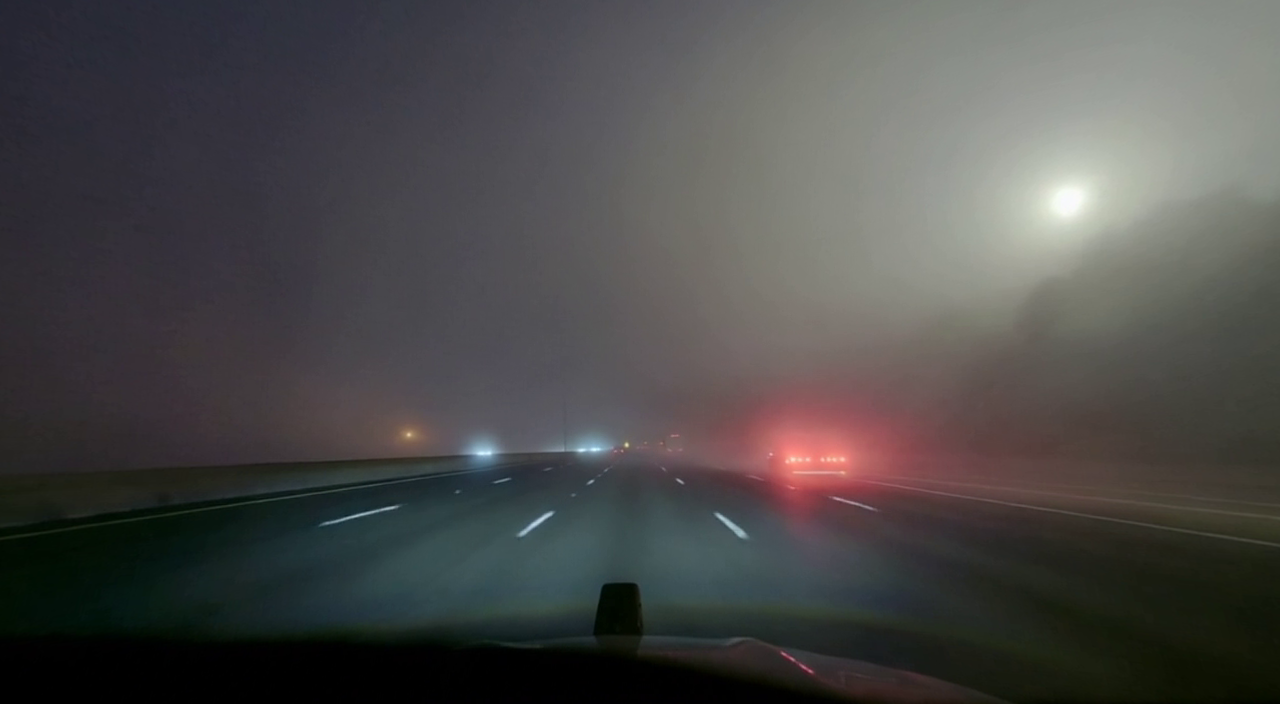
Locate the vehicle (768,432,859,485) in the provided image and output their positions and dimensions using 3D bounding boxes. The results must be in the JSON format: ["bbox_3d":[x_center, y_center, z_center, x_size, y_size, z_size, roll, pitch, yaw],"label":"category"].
[{"bbox_3d":[6.316,3.938,23.577,2.096,1.767,4.601,0,-9,0],"label":"vehicle"}]
